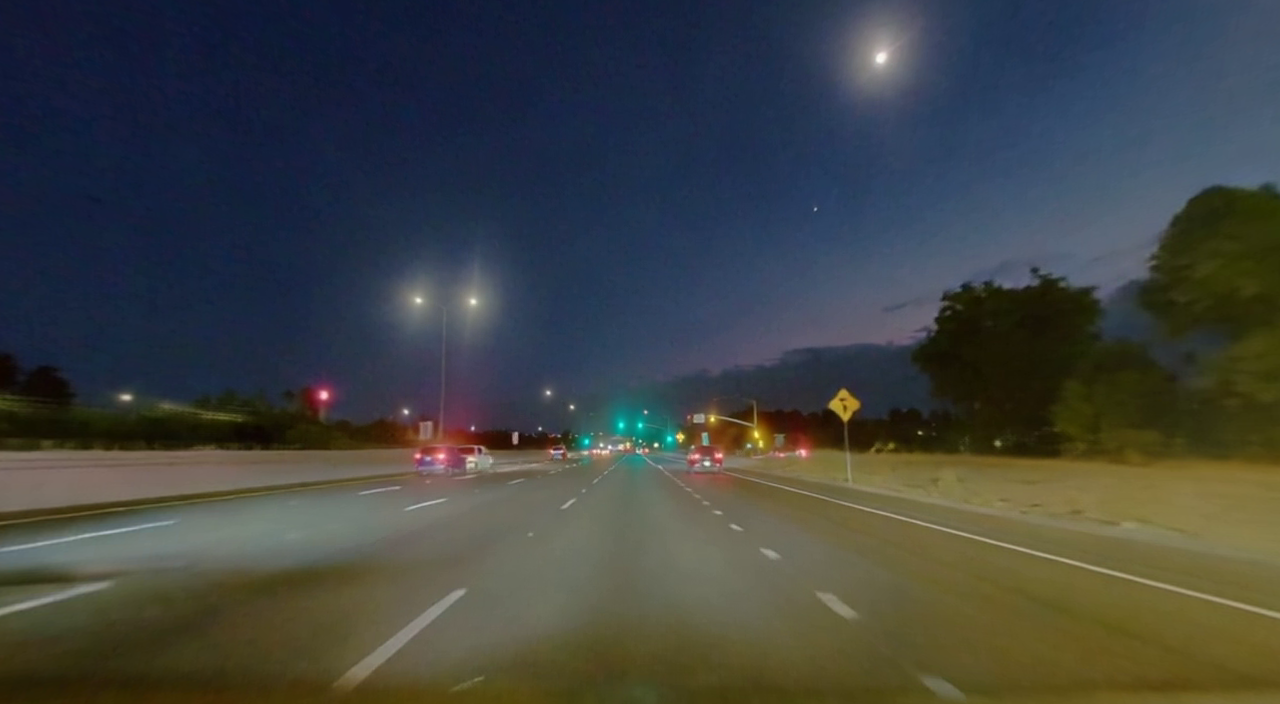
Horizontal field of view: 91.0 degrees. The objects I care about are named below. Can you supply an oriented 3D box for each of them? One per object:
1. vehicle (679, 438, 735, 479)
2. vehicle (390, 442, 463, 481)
[{"bbox_3d":[3.276,5.324,31.703,2.184,1.892,4.763,0,-9,-1],"label":"vehicle"},{"bbox_3d":[-11.095,5.700,33.076,2.137,1.873,4.687,0,-9,0],"label":"vehicle"}]
